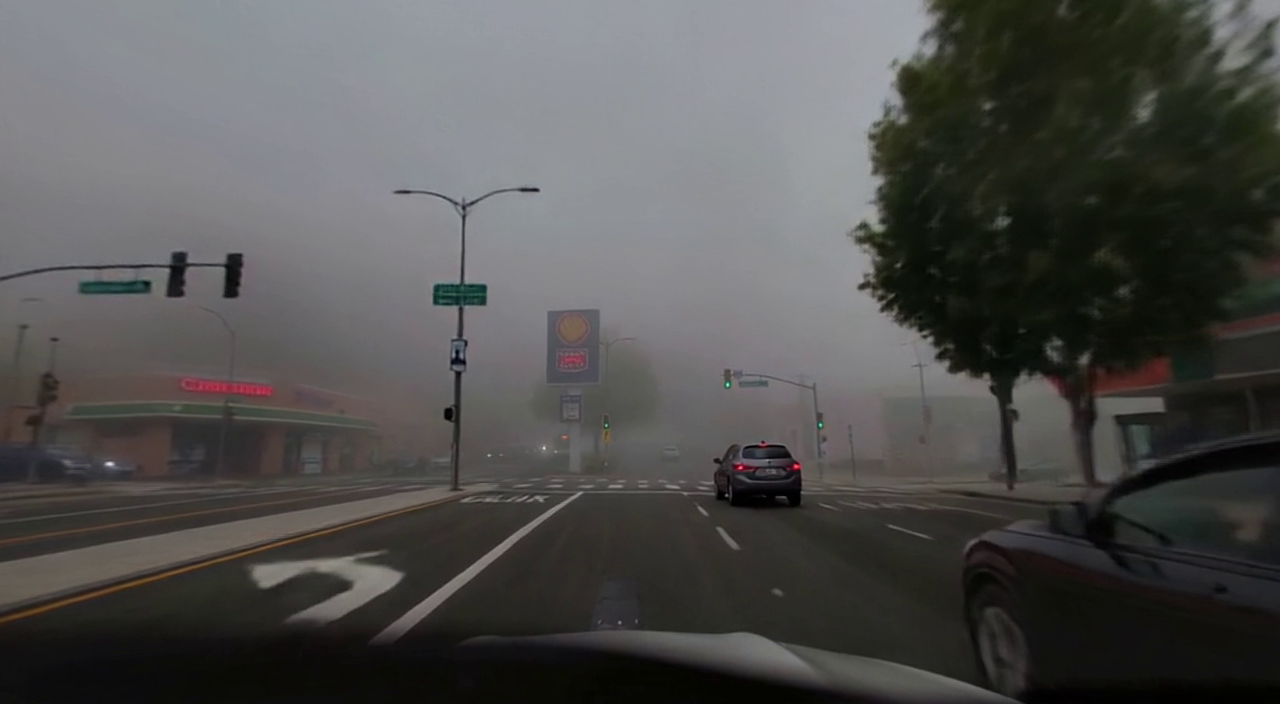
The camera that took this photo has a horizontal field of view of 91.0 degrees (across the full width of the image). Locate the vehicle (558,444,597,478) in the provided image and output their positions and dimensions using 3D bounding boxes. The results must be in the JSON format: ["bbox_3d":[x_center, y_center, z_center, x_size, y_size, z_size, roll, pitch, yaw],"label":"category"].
[{"bbox_3d":[-3.733,6.597,37.665,2.189,1.836,4.693,0,-12,-6],"label":"vehicle"}]

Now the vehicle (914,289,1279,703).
[{"bbox_3d":[2.736,0.661,1.289,2.183,1.720,4.842,0,-8,0],"label":"vehicle"}]

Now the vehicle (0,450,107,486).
[{"bbox_3d":[-27.068,5.131,27.975,4.582,1.498,2.229,0,-8,-2],"label":"vehicle"}]

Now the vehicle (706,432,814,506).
[{"bbox_3d":[2.989,3.015,16.700,1.999,1.679,4.217,0,-8,-1],"label":"vehicle"}]

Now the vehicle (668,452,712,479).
[{"bbox_3d":[2.950,6.793,38.037,2.282,1.458,4.362,0,-8,-1],"label":"vehicle"}]
